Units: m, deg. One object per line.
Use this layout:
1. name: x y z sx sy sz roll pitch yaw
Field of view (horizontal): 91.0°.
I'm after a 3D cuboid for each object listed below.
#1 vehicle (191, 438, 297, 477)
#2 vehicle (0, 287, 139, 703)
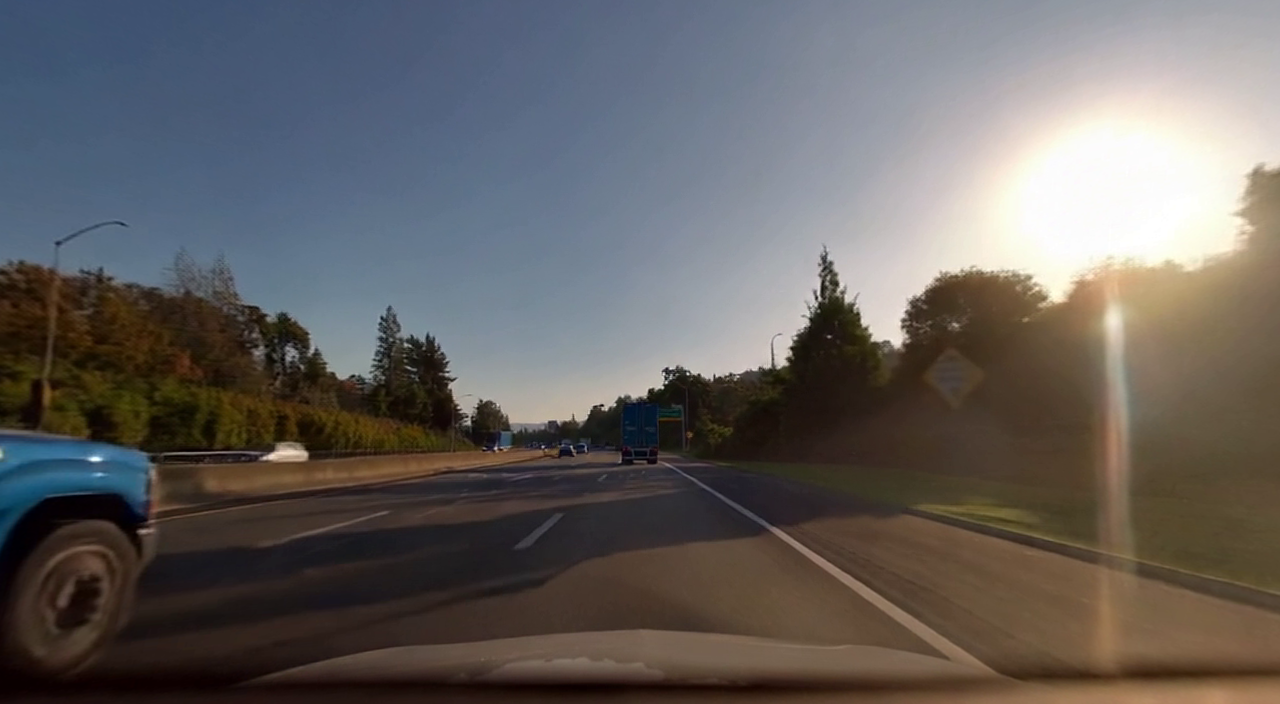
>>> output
1. vehicle: -16.801 4.470 26.995 1.856 1.524 4.100 0 -8 0
2. vehicle: -3.604 0.374 0.949 2.044 1.740 4.361 0 -9 0
